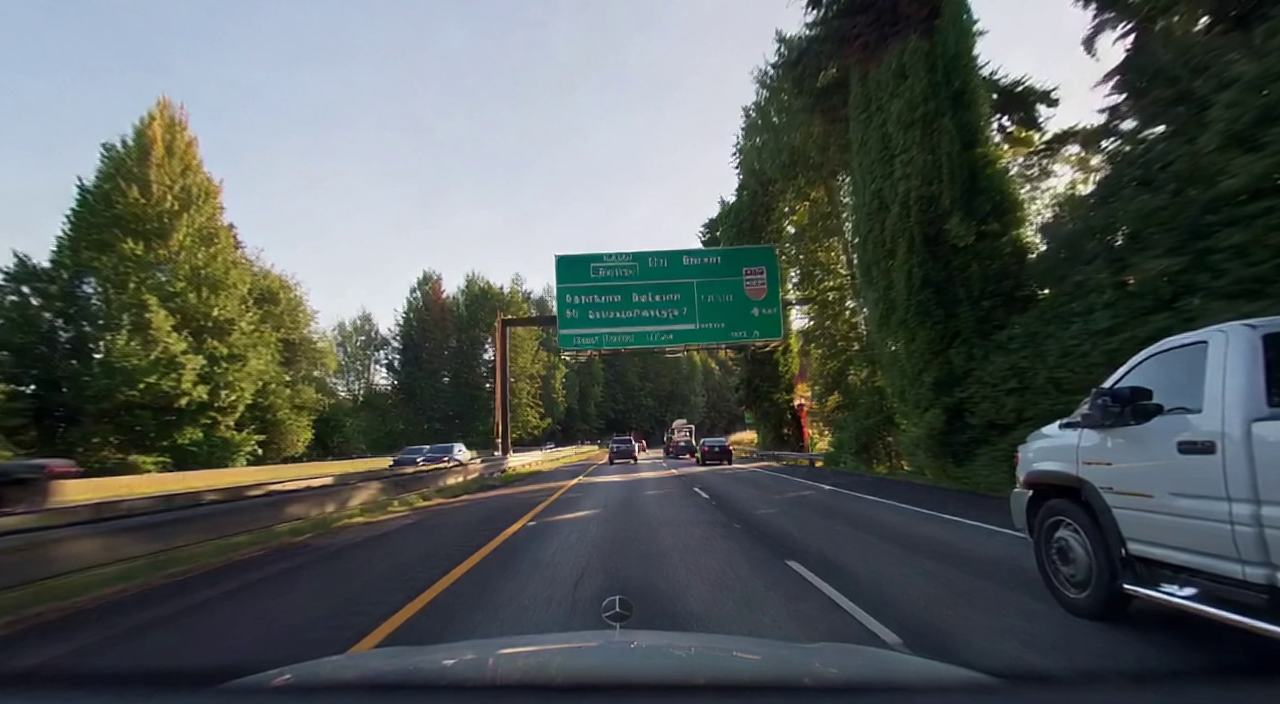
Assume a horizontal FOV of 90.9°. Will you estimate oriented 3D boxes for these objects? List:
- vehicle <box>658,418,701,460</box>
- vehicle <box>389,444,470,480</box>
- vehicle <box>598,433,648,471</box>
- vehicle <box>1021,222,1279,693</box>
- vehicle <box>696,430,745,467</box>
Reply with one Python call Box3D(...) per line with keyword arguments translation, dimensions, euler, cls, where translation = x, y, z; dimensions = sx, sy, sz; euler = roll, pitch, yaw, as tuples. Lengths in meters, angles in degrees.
Box3D(translation=(2.968, 6.814, 49.502), dimensions=(2.728, 3.053, 7.708), euler=(0, -8, -1), cls="vehicle")
Box3D(translation=(-9.634, 5.054, 29.369), dimensions=(2.197, 1.483, 4.748), euler=(0, -8, -1), cls="vehicle")
Box3D(translation=(-0.787, 4.723, 30.168), dimensions=(2.206, 1.681, 4.111), euler=(0, -8, -1), cls="vehicle")
Box3D(translation=(4.593, 0.428, 2.388), dimensions=(2.452, 2.444, 5.972), euler=(0, -8, -1), cls="vehicle")
Box3D(translation=(4.390, 5.331, 35.065), dimensions=(2.073, 1.905, 4.023), euler=(0, -8, -1), cls="vehicle")
